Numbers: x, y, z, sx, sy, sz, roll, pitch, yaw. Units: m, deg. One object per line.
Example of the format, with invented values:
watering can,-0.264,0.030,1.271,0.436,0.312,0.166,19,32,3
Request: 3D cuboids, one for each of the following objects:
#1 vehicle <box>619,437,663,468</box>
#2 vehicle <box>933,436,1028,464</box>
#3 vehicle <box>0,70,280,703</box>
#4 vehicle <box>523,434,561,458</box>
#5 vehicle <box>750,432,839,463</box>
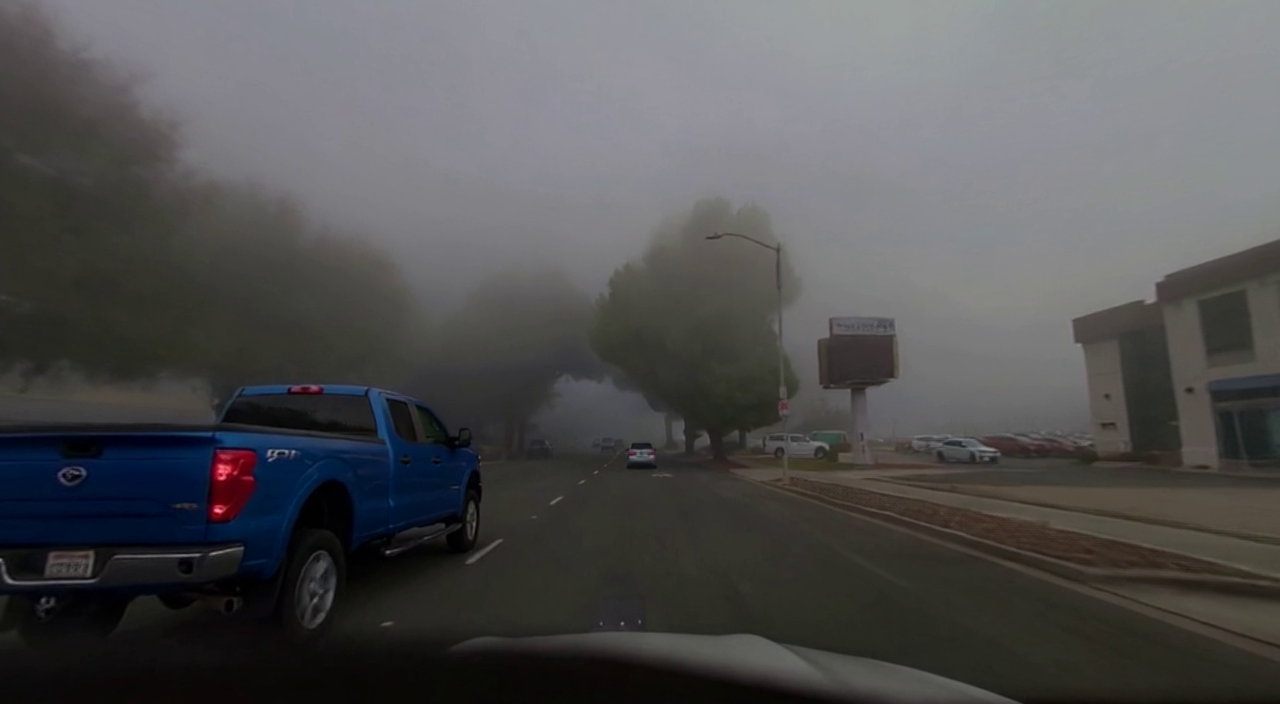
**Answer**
vehicle,0.045,5.311,33.452,2.191,1.530,4.470,0,-8,0
vehicle,20.620,5.919,38.064,4.836,1.567,2.051,-5,-10,31
vehicle,-3.506,0.177,0.884,2.733,2.495,5.037,-1,-8,3
vehicle,-7.721,7.471,49.988,2.146,1.788,5.153,0,-8,0
vehicle,9.453,5.816,38.329,5.109,1.735,1.997,4,-9,-25
